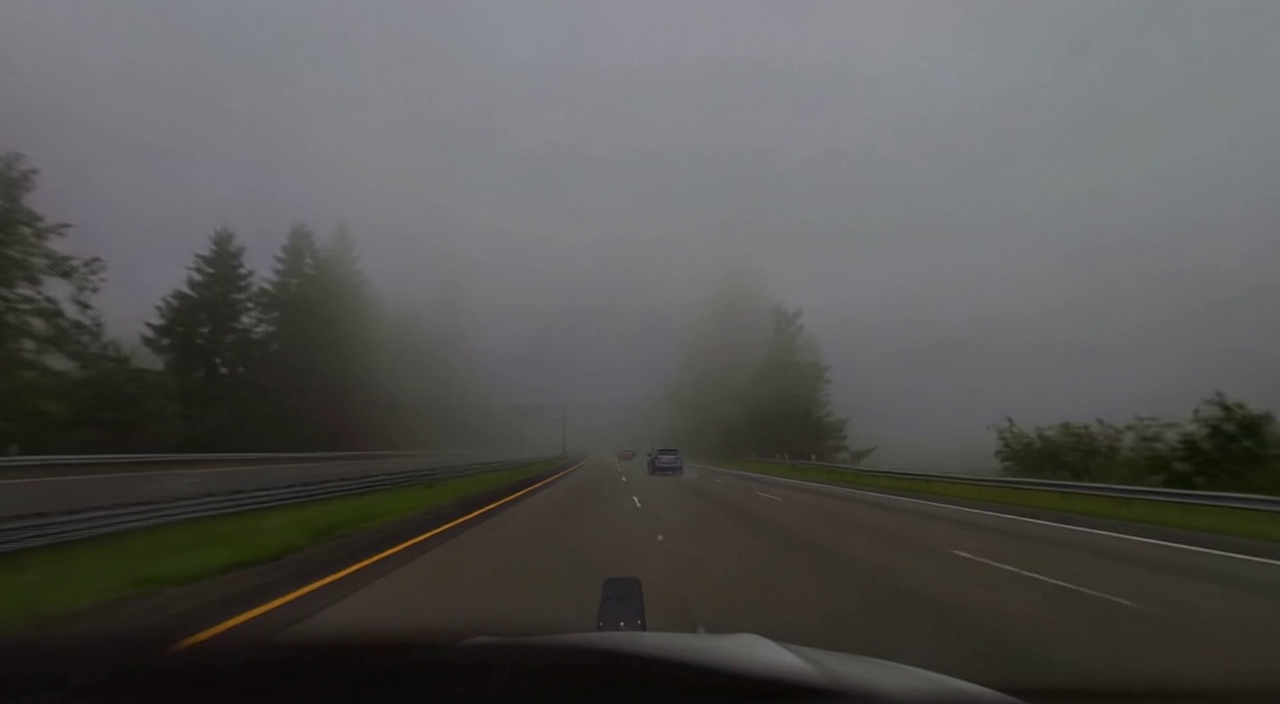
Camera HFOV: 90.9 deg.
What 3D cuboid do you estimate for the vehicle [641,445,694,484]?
[{"bbox_3d":[1.162,4.983,28.126,2.011,1.590,3.607,0,-9,-3],"label":"vehicle"}]
